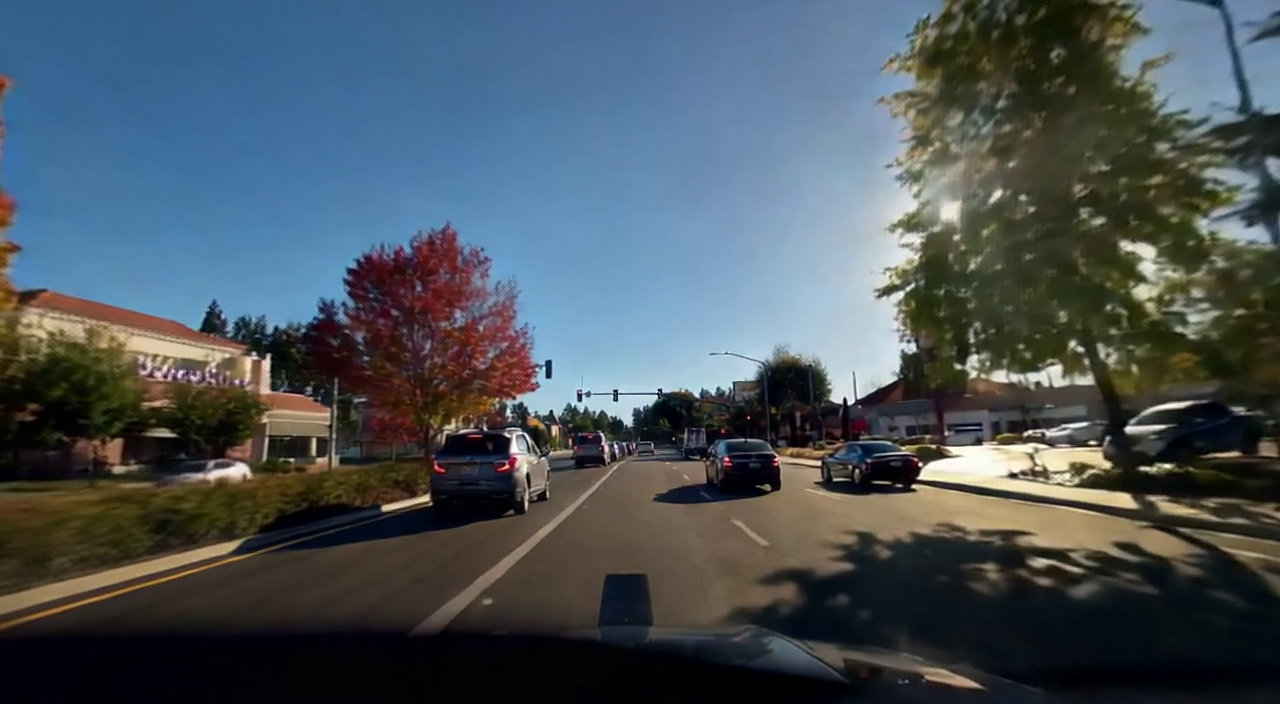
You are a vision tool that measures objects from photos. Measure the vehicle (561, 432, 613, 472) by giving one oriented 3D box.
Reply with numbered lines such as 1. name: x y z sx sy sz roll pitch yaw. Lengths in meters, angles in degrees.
1. vehicle: -2.509 4.899 31.045 2.117 1.799 4.442 0 -9 1

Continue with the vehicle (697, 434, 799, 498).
1. vehicle: 2.803 3.069 17.365 2.004 1.512 4.206 0 -9 0

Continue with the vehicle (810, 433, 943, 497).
1. vehicle: 6.372 3.104 17.673 1.881 1.540 4.750 0 -9 0

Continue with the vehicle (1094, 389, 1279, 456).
1. vehicle: 16.619 2.172 18.903 4.953 1.804 2.337 3 -9 -21

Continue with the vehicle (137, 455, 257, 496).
1. vehicle: -17.837 4.975 25.680 1.749 1.454 4.318 0 -9 0

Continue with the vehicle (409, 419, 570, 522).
1. vehicle: -2.813 2.353 12.972 2.141 1.719 4.379 -1 -9 1
